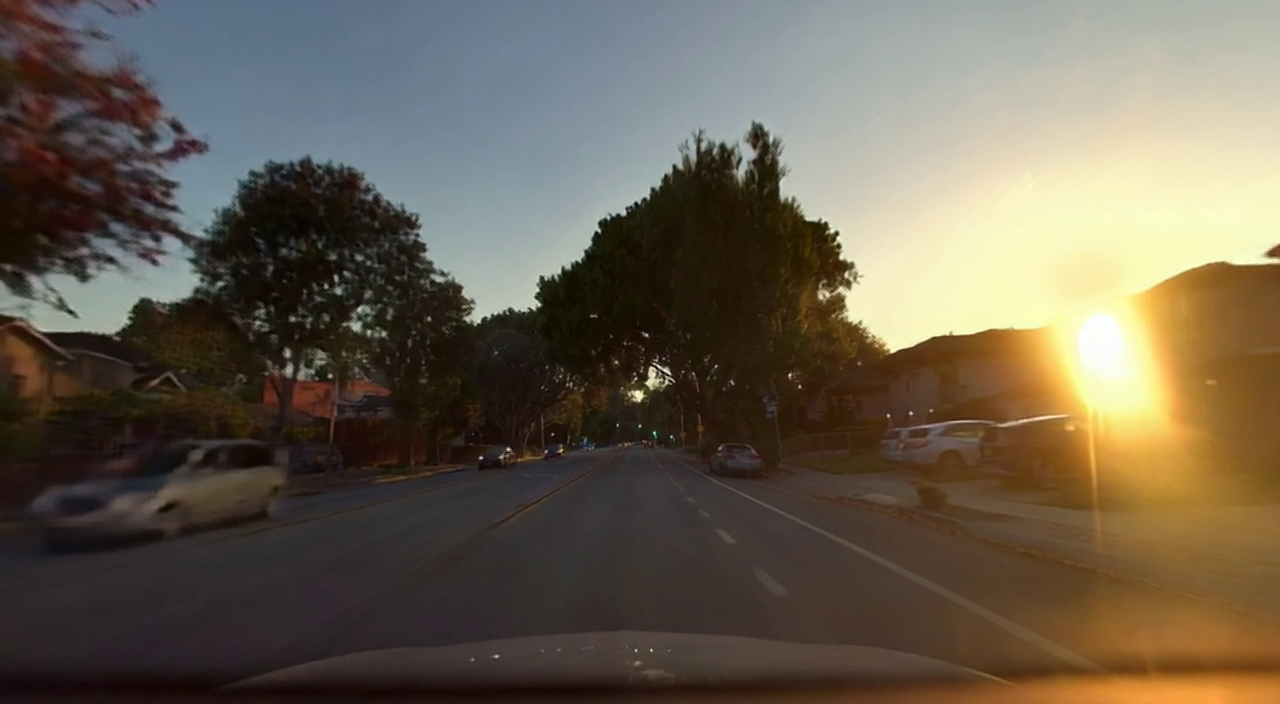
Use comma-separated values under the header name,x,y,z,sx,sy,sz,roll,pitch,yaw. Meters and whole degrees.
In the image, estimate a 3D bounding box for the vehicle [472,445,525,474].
name,x,y,z,sx,sy,sz,roll,pitch,yaw
vehicle,-8.297,6.312,37.430,2.005,1.589,4.648,0,-8,1

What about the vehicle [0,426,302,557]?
name,x,y,z,sx,sy,sz,roll,pitch,yaw
vehicle,-8.560,2.369,11.546,2.146,1.869,4.654,0,-8,0

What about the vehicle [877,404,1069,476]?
name,x,y,z,sx,sy,sz,roll,pitch,yaw
vehicle,10.225,2.776,19.802,4.578,2.084,2.428,-1,-8,2

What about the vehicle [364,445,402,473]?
name,x,y,z,sx,sy,sz,roll,pitch,yaw
vehicle,-18.789,7.810,46.450,2.141,1.797,5.403,3,-8,-18

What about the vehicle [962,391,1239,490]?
name,x,y,z,sx,sy,sz,roll,pitch,yaw
vehicle,10.760,2.113,15.015,4.964,1.739,2.184,-4,-10,-8

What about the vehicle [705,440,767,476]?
name,x,y,z,sx,sy,sz,roll,pitch,yaw
vehicle,4.227,4.735,28.526,2.011,1.458,4.633,0,-8,-1
